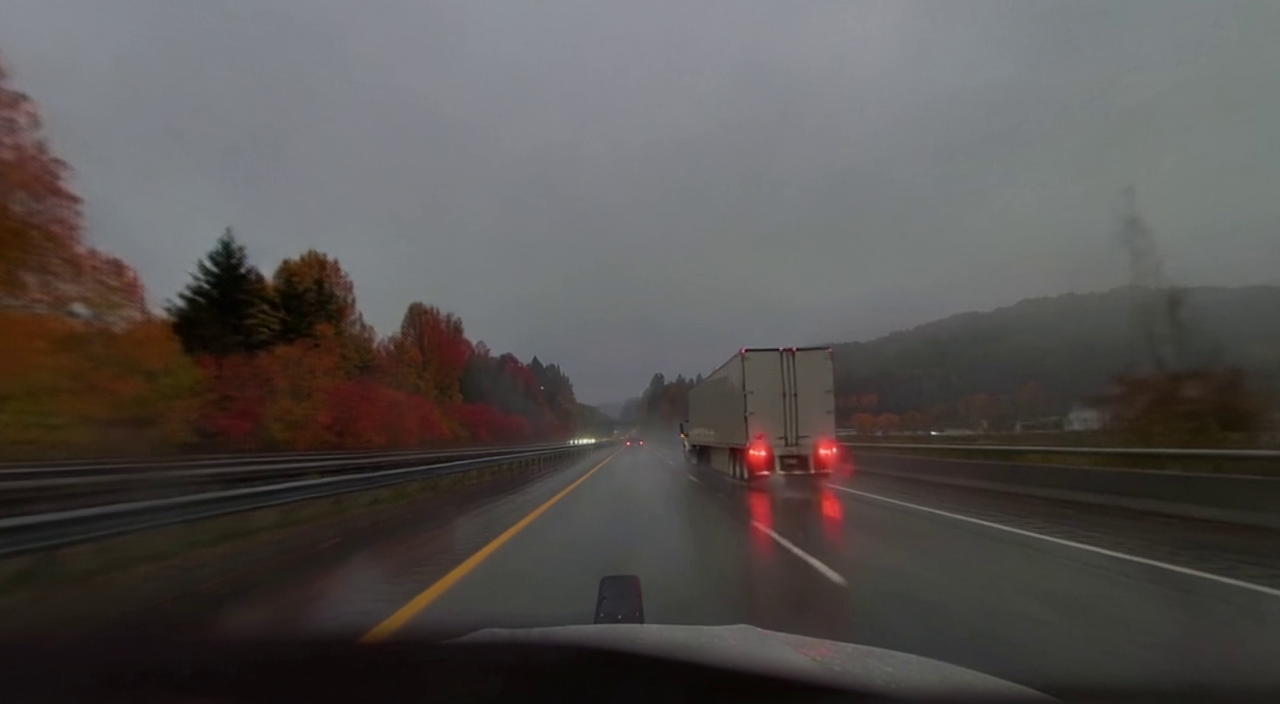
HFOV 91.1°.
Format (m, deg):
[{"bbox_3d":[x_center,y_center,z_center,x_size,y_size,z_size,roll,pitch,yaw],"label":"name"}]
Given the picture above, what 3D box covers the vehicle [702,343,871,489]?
[{"bbox_3d":[4.306,2.292,21.112,3.348,3.847,8.908,0,-8,-1],"label":"vehicle"}]
